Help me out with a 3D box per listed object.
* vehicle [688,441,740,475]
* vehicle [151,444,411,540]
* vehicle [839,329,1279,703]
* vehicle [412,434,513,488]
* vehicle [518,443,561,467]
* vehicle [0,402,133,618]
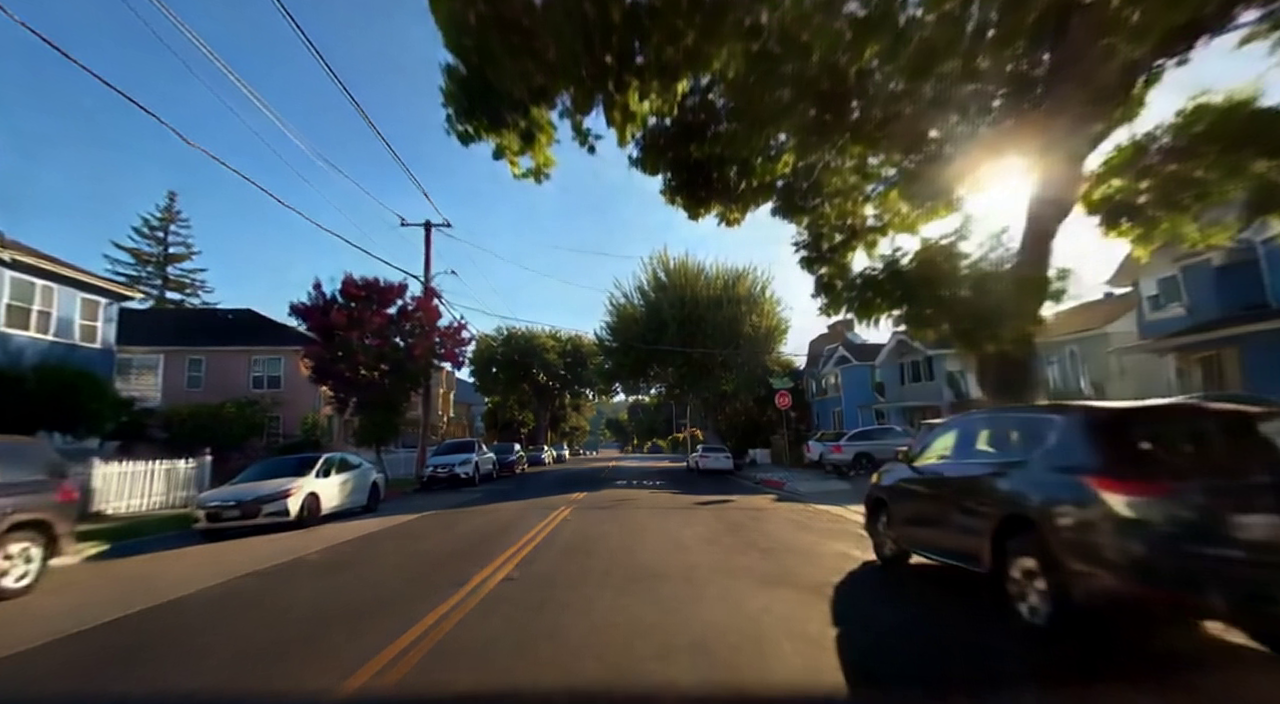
[{"bbox_3d":[3.515,5.162,31.031,1.963,1.536,5.446,0,-9,0],"label":"vehicle"},{"bbox_3d":[-6.457,2.530,12.148,2.211,1.469,4.380,-1,-9,4],"label":"vehicle"},{"bbox_3d":[3.516,1.145,5.366,2.114,1.909,4.266,0,-9,-2],"label":"vehicle"},{"bbox_3d":[-6.452,4.027,23.738,2.136,1.757,5.365,0,-9,1],"label":"vehicle"},{"bbox_3d":[-6.551,6.803,41.756,2.056,1.481,4.451,0,-9,0],"label":"vehicle"},{"bbox_3d":[-6.438,1.247,4.465,2.194,1.798,4.402,-2,-8,-3],"label":"vehicle"}]
